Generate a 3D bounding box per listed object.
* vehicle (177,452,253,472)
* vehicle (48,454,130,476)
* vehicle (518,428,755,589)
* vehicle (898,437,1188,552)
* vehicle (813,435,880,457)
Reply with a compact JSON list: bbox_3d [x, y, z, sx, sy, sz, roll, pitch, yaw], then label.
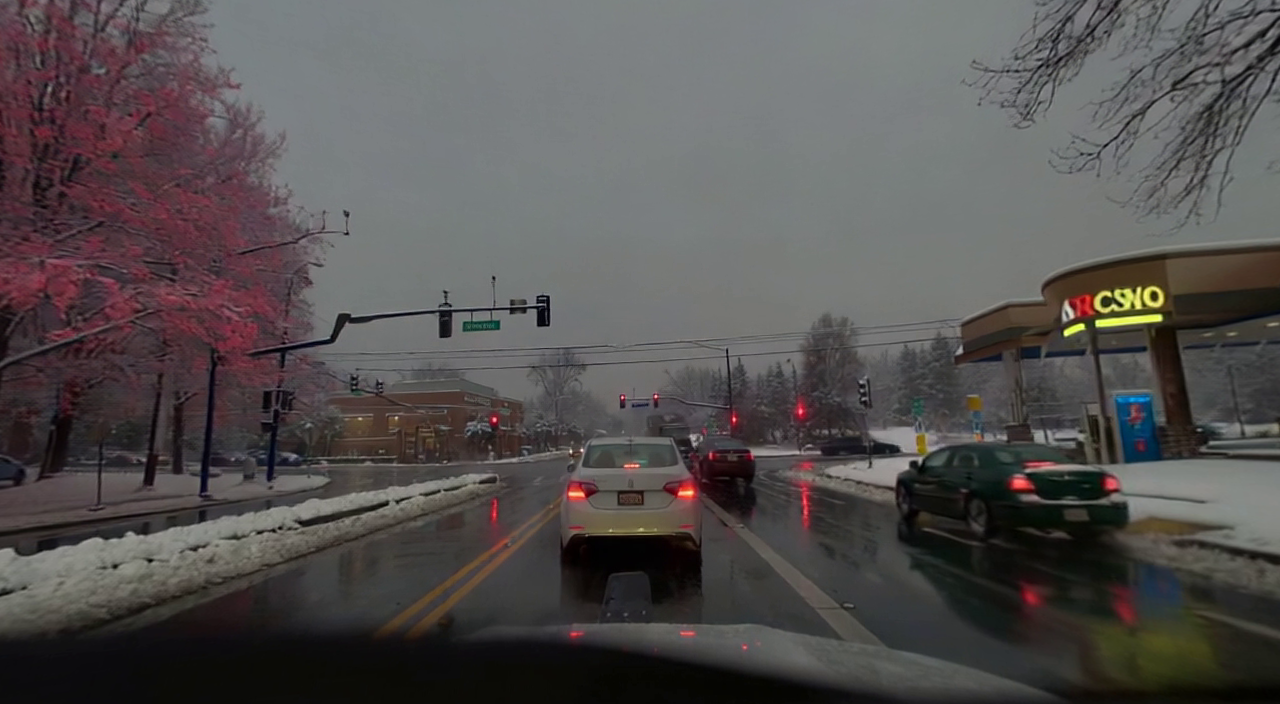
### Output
[{"bbox_3d":[-31.731,8.182,47.074,4.466,1.438,1.837,-1,-8,5],"label":"vehicle"},{"bbox_3d":[-40.077,8.224,45.896,4.609,1.465,1.944,-2,-8,11],"label":"vehicle"},{"bbox_3d":[-0.055,1.762,7.993,2.213,1.482,4.057,0,-8,-1],"label":"vehicle"},{"bbox_3d":[6.266,2.217,10.612,1.942,1.511,4.390,0,-8,0],"label":"vehicle"},{"bbox_3d":[15.141,6.894,46.206,4.458,1.510,1.947,-4,-9,24],"label":"vehicle"}]
